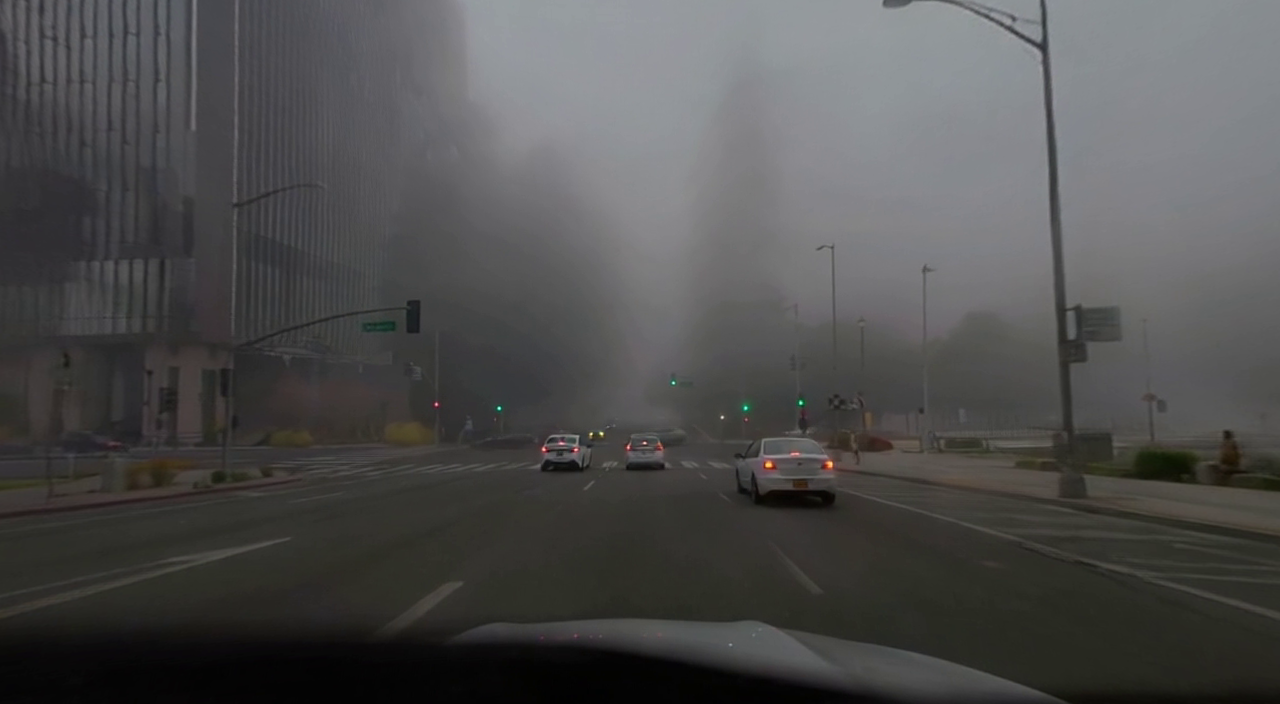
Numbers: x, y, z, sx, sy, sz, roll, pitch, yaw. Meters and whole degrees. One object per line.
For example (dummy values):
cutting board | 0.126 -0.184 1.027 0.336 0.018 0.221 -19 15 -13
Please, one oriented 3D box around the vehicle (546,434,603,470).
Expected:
vehicle | -2.823 4.435 28.215 1.995 1.479 4.627 0 -8 1

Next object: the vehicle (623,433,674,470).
vehicle | 0.345 4.247 27.136 2.016 1.478 3.795 0 -8 0

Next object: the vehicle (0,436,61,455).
vehicle | -48.350 7.281 49.106 4.531 1.470 1.769 2 -9 -13
